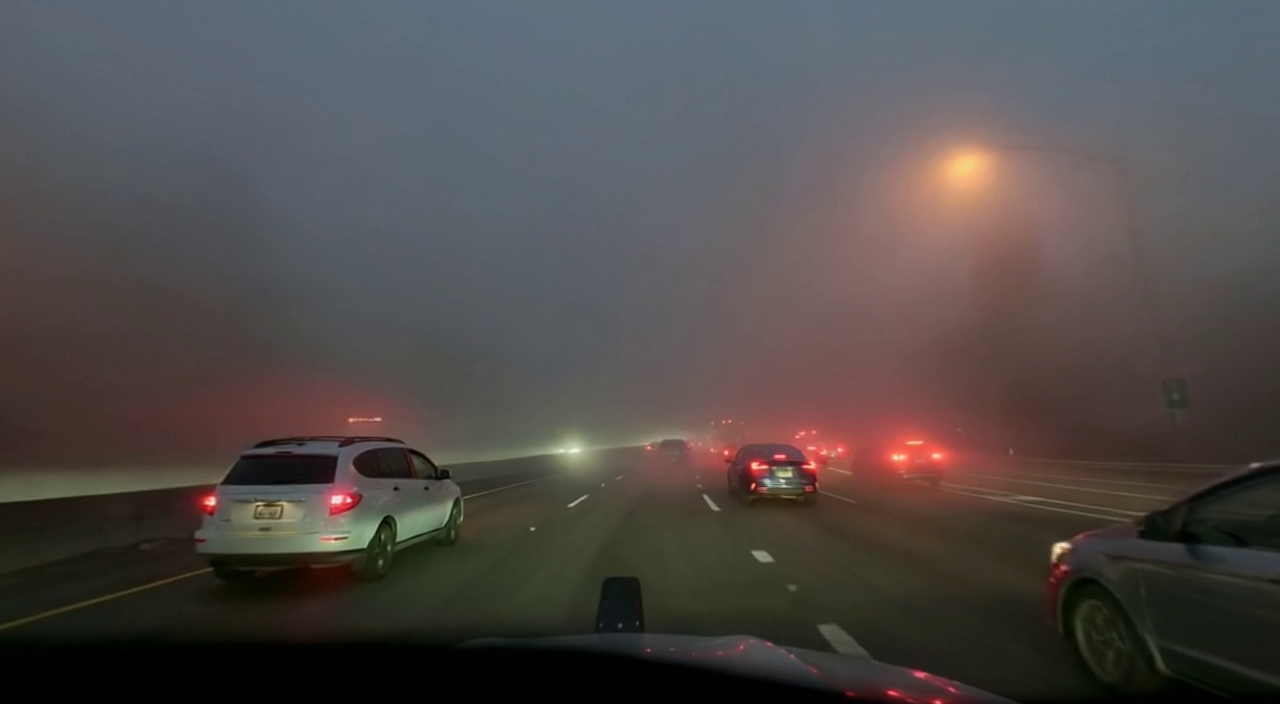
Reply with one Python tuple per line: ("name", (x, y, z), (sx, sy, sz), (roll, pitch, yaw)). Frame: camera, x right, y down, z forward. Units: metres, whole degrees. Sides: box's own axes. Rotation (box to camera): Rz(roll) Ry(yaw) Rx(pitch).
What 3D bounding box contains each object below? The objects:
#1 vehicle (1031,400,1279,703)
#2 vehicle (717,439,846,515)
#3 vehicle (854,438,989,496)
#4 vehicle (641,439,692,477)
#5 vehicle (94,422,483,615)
("vehicle", (3.334, 0.778, 1.331), (2.014, 1.489, 4.696), (0, -9, 0))
("vehicle", (3.100, 2.852, 14.852), (2.009, 1.489, 4.559), (0, -9, 0))
("vehicle", (8.236, 3.407, 18.996), (2.014, 1.506, 4.626), (0, -9, 2))
("vehicle", (1.224, 4.862, 29.012), (2.201, 1.614, 3.803), (0, -9, 3))
("vehicle", (-3.454, 1.714, 7.461), (1.937, 1.558, 4.469), (0, -9, 1))
